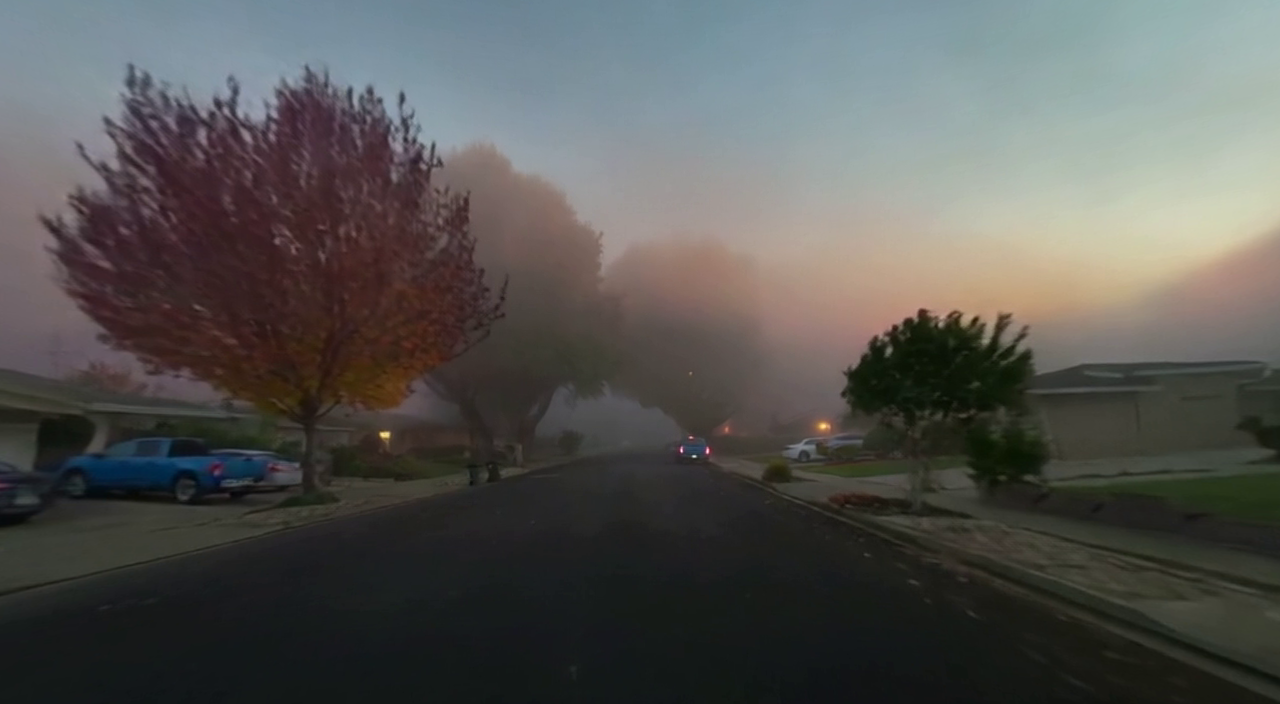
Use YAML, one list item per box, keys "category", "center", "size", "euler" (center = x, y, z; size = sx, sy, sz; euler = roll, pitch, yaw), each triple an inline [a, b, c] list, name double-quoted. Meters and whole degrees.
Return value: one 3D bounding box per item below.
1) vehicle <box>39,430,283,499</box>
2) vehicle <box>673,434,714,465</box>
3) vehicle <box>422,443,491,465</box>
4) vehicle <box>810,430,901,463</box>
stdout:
- category: "vehicle"
  center: [-13.646, 3.219, 18.281]
  size: [5.286, 1.847, 2.166]
  euler: [0, -8, 2]
- category: "vehicle"
  center: [3.628, 6.723, 43.700]
  size: [2.313, 1.962, 6.029]
  euler: [0, -8, 0]
- category: "vehicle"
  center: [-12.899, 7.201, 44.644]
  size: [4.225, 1.498, 1.917]
  euler: [0, -8, 2]
- category: "vehicle"
  center: [11.381, 5.000, 33.607]
  size: [4.069, 1.680, 2.156]
  euler: [0, -7, 3]
